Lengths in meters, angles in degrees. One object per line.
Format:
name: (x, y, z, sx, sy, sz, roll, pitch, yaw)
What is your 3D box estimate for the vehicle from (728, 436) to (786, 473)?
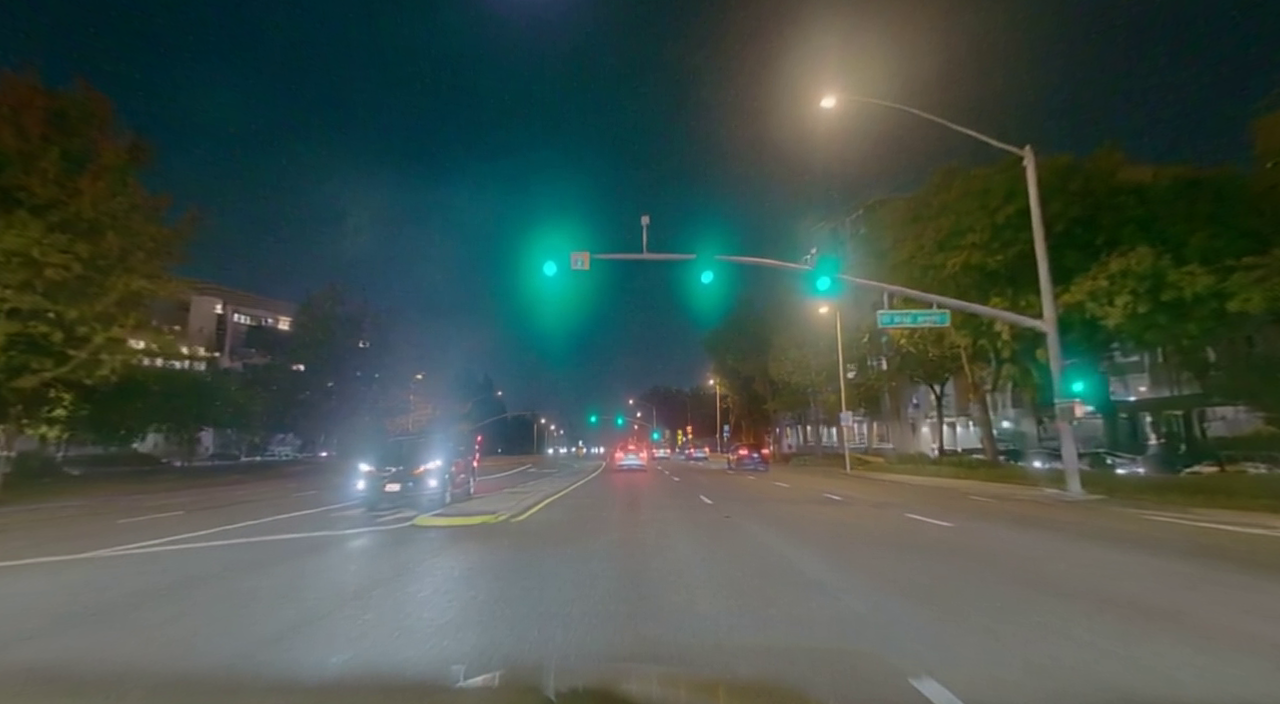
vehicle: (6.534, 5.781, 35.950, 2.052, 1.886, 5.297, 0, -8, -2)

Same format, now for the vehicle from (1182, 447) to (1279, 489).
vehicle: (27.230, 5.119, 28.107, 4.338, 1.727, 2.015, 0, -8, -3)

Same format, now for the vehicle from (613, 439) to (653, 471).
vehicle: (-0.438, 5.651, 34.837, 2.101, 1.641, 4.341, 0, -8, -2)

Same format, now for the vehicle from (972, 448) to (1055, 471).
vehicle: (26.543, 7.647, 44.978, 4.556, 1.525, 2.035, 0, -9, -2)

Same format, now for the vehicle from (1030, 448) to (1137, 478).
vehicle: (26.200, 6.520, 37.424, 4.843, 1.628, 2.063, 0, -8, -3)

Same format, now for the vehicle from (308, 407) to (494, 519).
vehicle: (-5.210, 2.569, 15.002, 2.145, 2.041, 6.064, -1, -9, -1)
